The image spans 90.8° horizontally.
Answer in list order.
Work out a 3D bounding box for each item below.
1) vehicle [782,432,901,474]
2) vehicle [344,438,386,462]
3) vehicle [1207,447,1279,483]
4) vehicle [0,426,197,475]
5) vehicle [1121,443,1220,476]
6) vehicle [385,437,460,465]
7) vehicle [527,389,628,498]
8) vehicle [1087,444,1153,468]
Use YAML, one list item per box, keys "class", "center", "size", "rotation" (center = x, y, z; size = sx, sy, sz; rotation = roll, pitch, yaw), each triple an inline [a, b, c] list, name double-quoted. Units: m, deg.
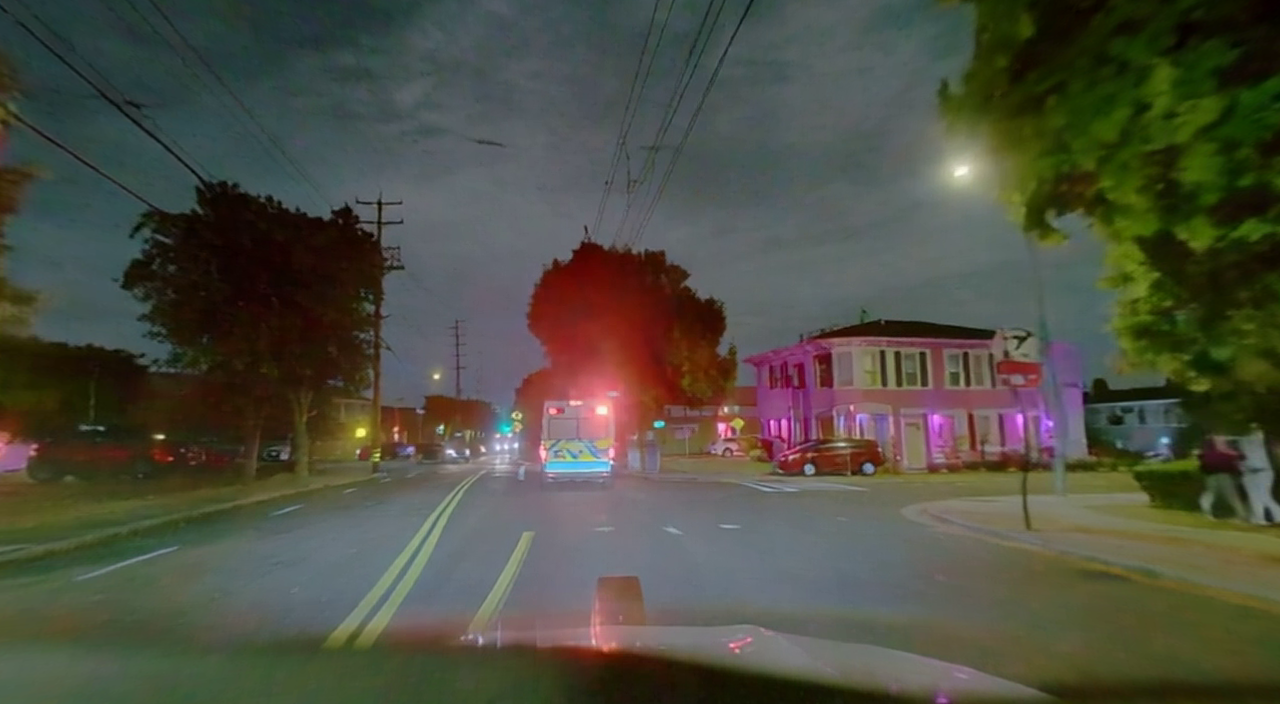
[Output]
- class: "vehicle"
  center: [10.016, 5.064, 31.805]
  size: [5.270, 1.966, 2.329]
  rotation: [-1, -8, 5]
- class: "vehicle"
  center: [-21.466, 7.650, 49.495]
  size: [2.290, 1.776, 4.947]
  rotation: [2, -8, -16]
- class: "vehicle"
  center: [27.822, 4.912, 27.644]
  size: [1.861, 1.470, 4.867]
  rotation: [-1, -8, 6]
- class: "vehicle"
  center: [-21.038, 3.813, 24.251]
  size: [5.910, 1.681, 2.579]
  rotation: [1, -12, -11]
- class: "vehicle"
  center: [28.621, 5.783, 34.296]
  size: [1.899, 1.635, 4.603]
  rotation: [-2, -8, 10]
- class: "vehicle"
  center: [-14.655, 6.664, 42.554]
  size: [4.502, 1.810, 2.056]
  rotation: [-4, -9, 23]
- class: "vehicle"
  center: [-1.848, 2.636, 18.369]
  size: [2.444, 2.640, 5.482]
  rotation: [1, -8, -7]
- class: "vehicle"
  center: [35.012, 7.585, 46.233]
  size: [2.114, 1.588, 3.888]
  rotation: [-4, -9, 9]
